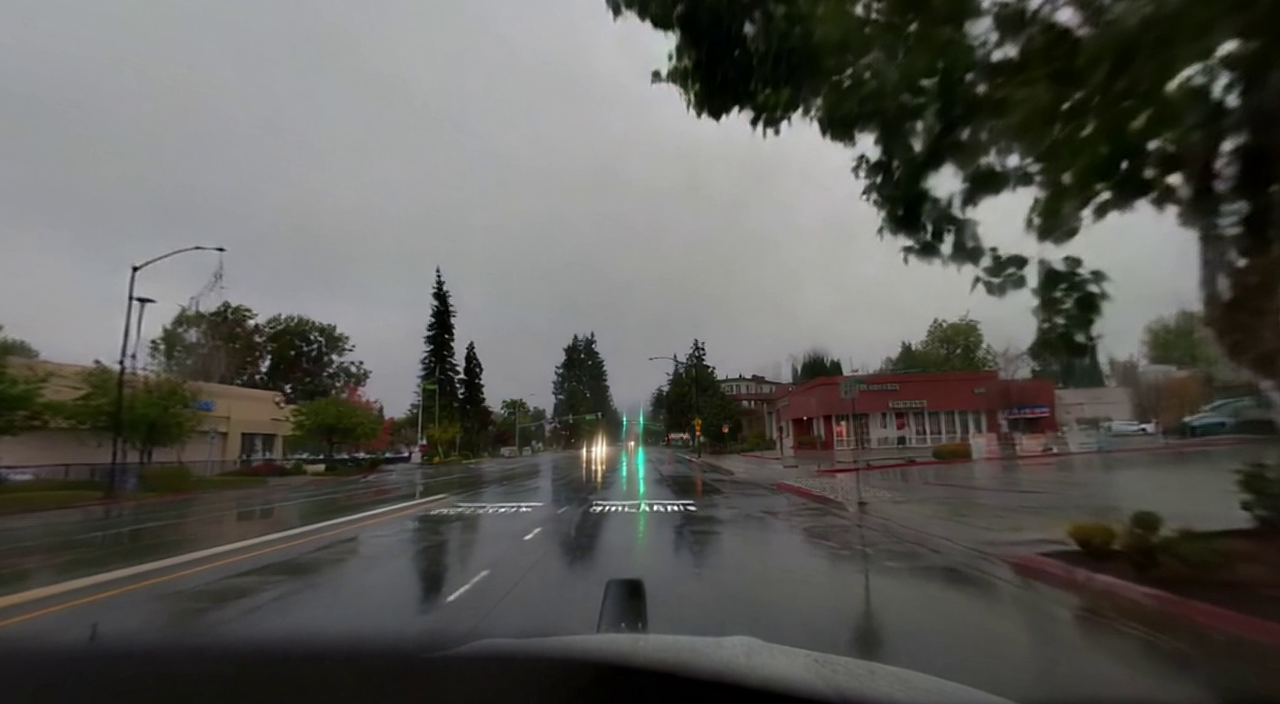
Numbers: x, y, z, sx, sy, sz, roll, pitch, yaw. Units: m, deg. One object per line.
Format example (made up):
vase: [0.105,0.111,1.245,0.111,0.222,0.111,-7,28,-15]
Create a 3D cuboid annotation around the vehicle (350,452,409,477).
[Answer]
vehicle: [-17.303,7.452,41.918,1.861,1.541,4.530,0,-9,2]
